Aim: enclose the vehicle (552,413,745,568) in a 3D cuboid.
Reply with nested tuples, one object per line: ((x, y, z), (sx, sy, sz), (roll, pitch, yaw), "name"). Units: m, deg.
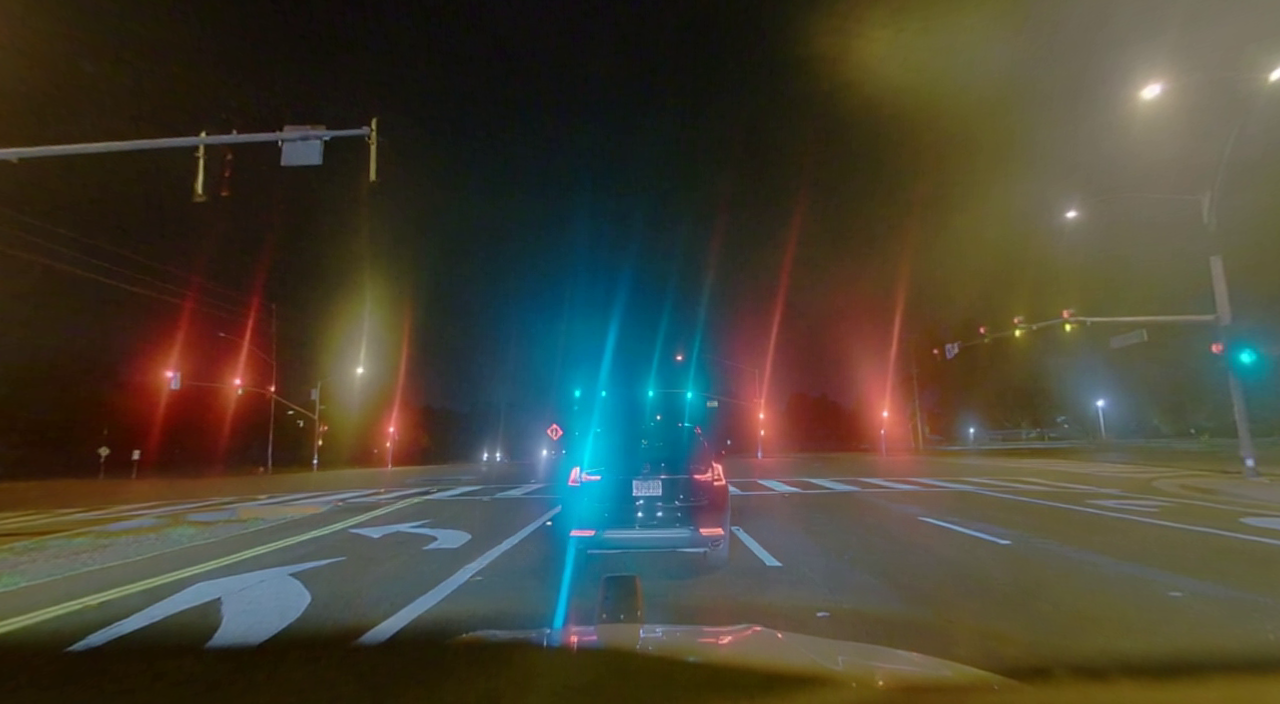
((0.048, 1.755, 8.710), (2.027, 1.626, 3.942), (0, -8, -1), "vehicle")
